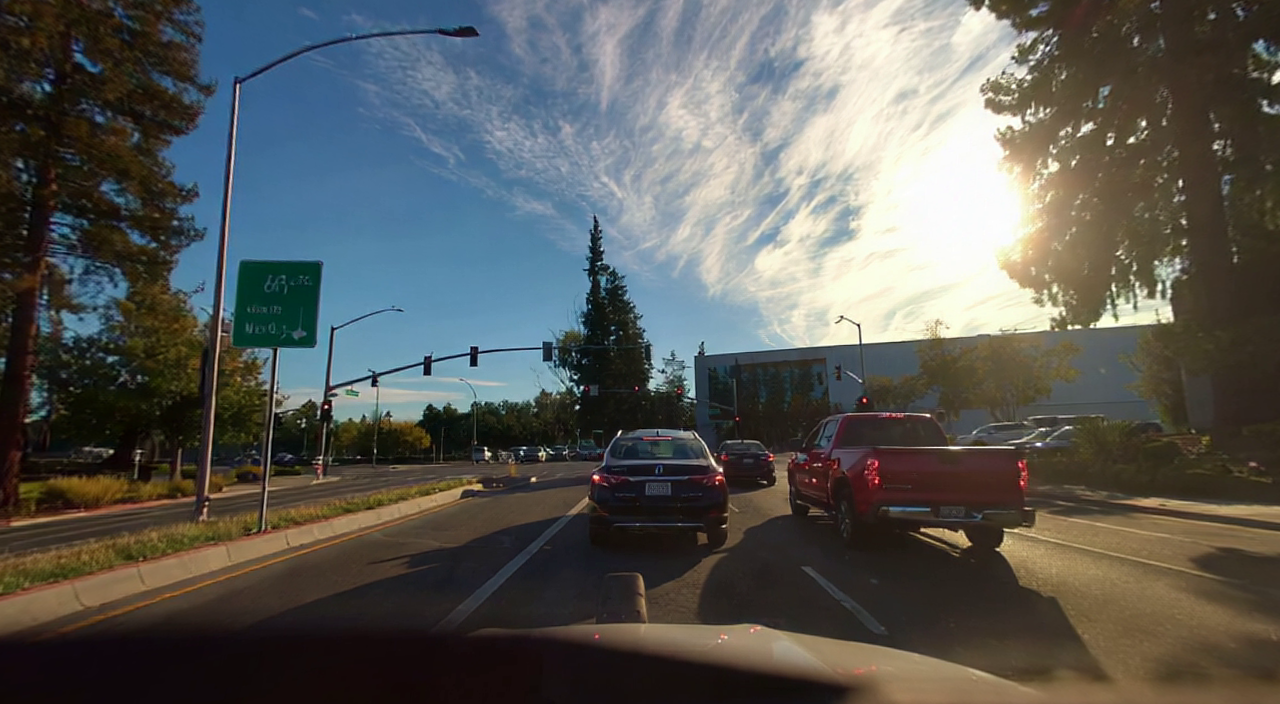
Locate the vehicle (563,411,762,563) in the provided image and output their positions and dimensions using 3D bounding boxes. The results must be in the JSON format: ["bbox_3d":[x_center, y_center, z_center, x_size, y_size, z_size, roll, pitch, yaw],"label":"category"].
[{"bbox_3d":[0.247,1.776,8.968,2.168,1.641,4.039,0,-8,0],"label":"vehicle"}]

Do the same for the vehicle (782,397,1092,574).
[{"bbox_3d":[3.397,1.630,8.397,2.099,1.725,4.290,0,-8,1],"label":"vehicle"}]
